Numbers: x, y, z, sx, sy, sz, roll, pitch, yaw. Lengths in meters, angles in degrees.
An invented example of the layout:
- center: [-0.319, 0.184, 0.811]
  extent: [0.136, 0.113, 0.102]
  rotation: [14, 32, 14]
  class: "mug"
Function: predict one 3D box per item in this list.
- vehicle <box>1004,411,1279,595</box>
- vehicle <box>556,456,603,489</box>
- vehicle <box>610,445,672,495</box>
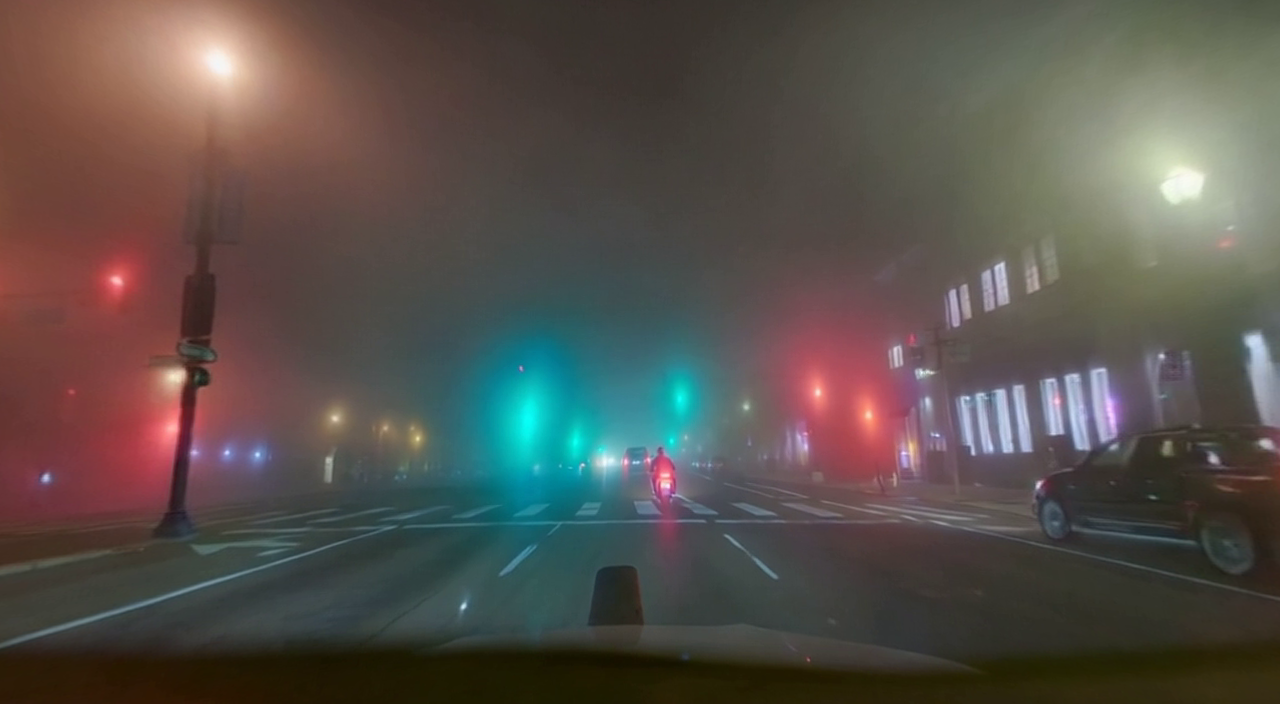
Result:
- center: [7.164, 1.740, 7.965]
  extent: [2.018, 1.772, 4.968]
  rotation: [0, -9, -2]
  class: "vehicle"
- center: [-3.054, 6.184, 32.673]
  extent: [2.014, 1.470, 4.552]
  rotation: [0, -9, 0]
  class: "vehicle"
- center: [-0.037, 4.539, 24.737]
  extent: [2.223, 1.775, 4.250]
  rotation: [0, -8, -2]
  class: "vehicle"
